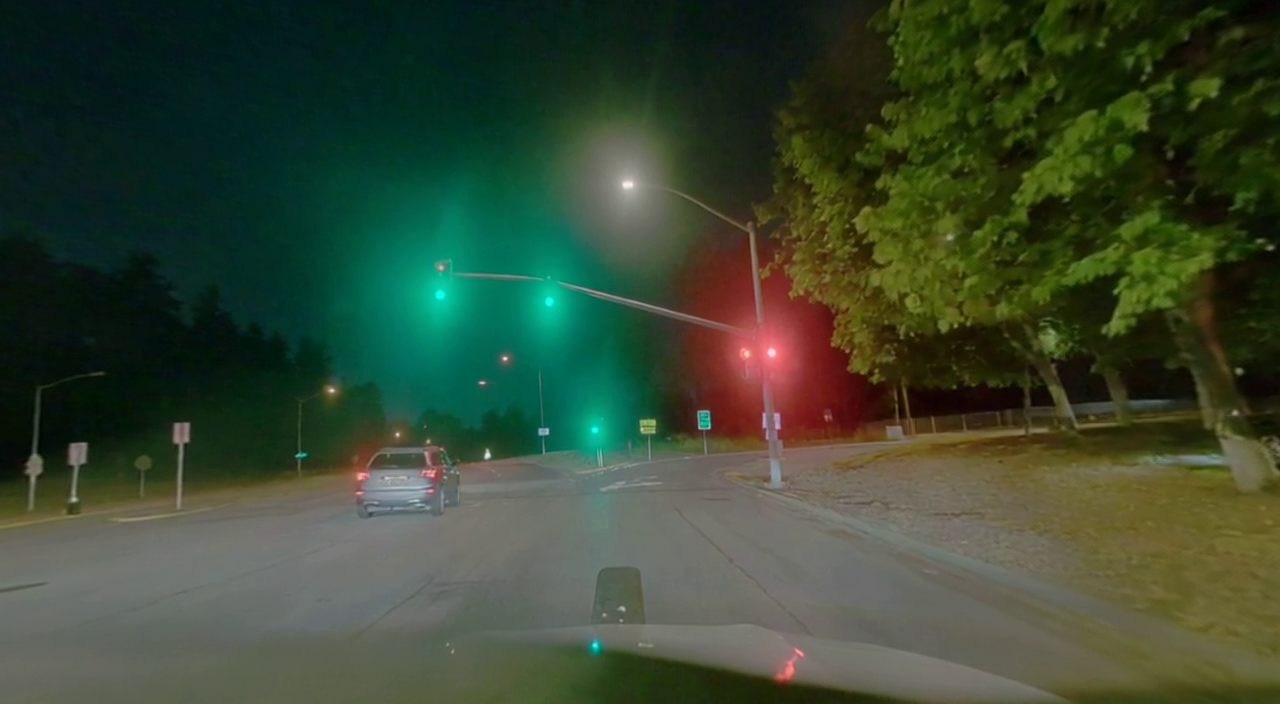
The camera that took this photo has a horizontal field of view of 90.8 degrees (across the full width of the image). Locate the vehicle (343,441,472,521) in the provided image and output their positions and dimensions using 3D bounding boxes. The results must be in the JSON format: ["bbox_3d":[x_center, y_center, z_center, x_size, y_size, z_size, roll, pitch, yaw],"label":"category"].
[{"bbox_3d":[-5.652,3.141,16.056,2.134,1.707,4.471,1,-9,-8],"label":"vehicle"}]
